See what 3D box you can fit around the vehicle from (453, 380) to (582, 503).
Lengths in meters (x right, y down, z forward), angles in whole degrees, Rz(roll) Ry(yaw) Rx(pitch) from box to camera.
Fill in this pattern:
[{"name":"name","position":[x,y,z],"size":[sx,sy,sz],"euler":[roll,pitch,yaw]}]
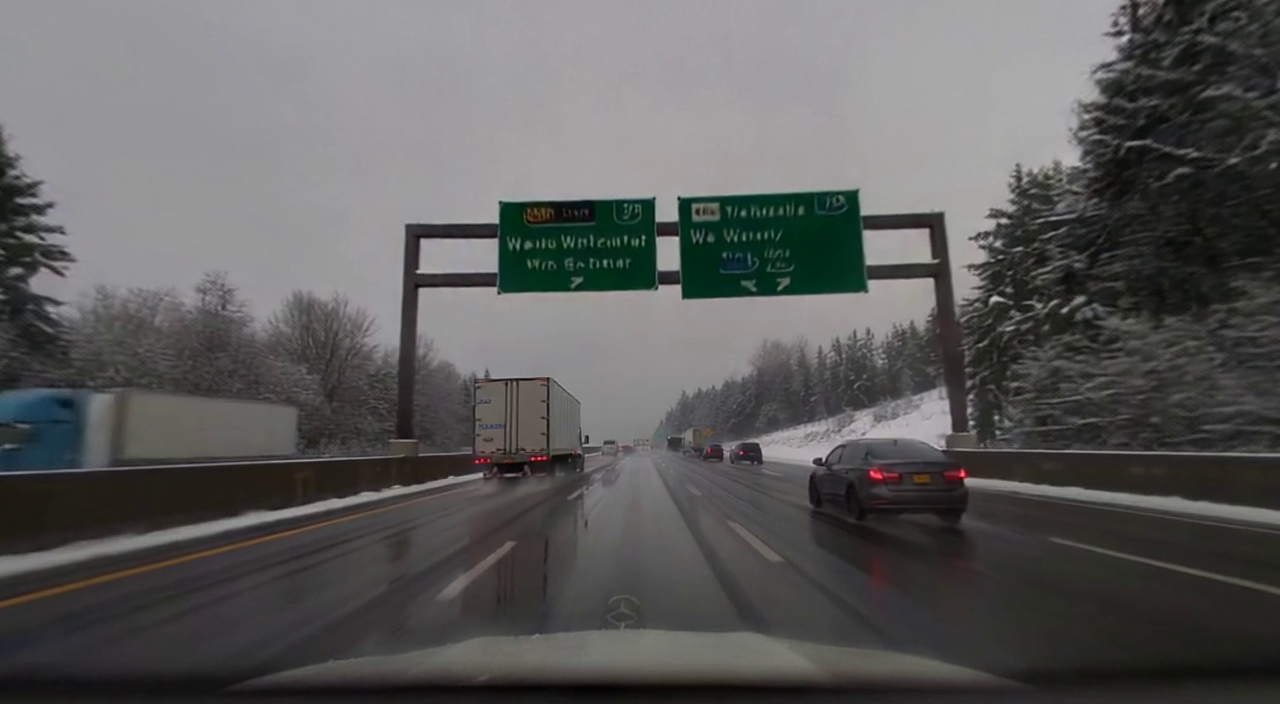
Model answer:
[{"name":"vehicle","position":[-3.515,2.839,19.910],"size":[2.667,3.195,6.731],"euler":[0,-9,0]}]

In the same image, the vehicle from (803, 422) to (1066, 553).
[{"name":"vehicle","position":[4.066,1.941,9.632],"size":[1.983,1.545,4.038],"euler":[0,-9,-1]}]

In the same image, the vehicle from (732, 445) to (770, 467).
[{"name":"vehicle","position":[7.987,7.511,45.573],"size":[1.876,1.475,4.185],"euler":[0,-9,-1]}]

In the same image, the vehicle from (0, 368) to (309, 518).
[{"name":"vehicle","position":[-19.133,3.732,25.009],"size":[3.205,4.080,16.329],"euler":[-2,-9,0]}]
